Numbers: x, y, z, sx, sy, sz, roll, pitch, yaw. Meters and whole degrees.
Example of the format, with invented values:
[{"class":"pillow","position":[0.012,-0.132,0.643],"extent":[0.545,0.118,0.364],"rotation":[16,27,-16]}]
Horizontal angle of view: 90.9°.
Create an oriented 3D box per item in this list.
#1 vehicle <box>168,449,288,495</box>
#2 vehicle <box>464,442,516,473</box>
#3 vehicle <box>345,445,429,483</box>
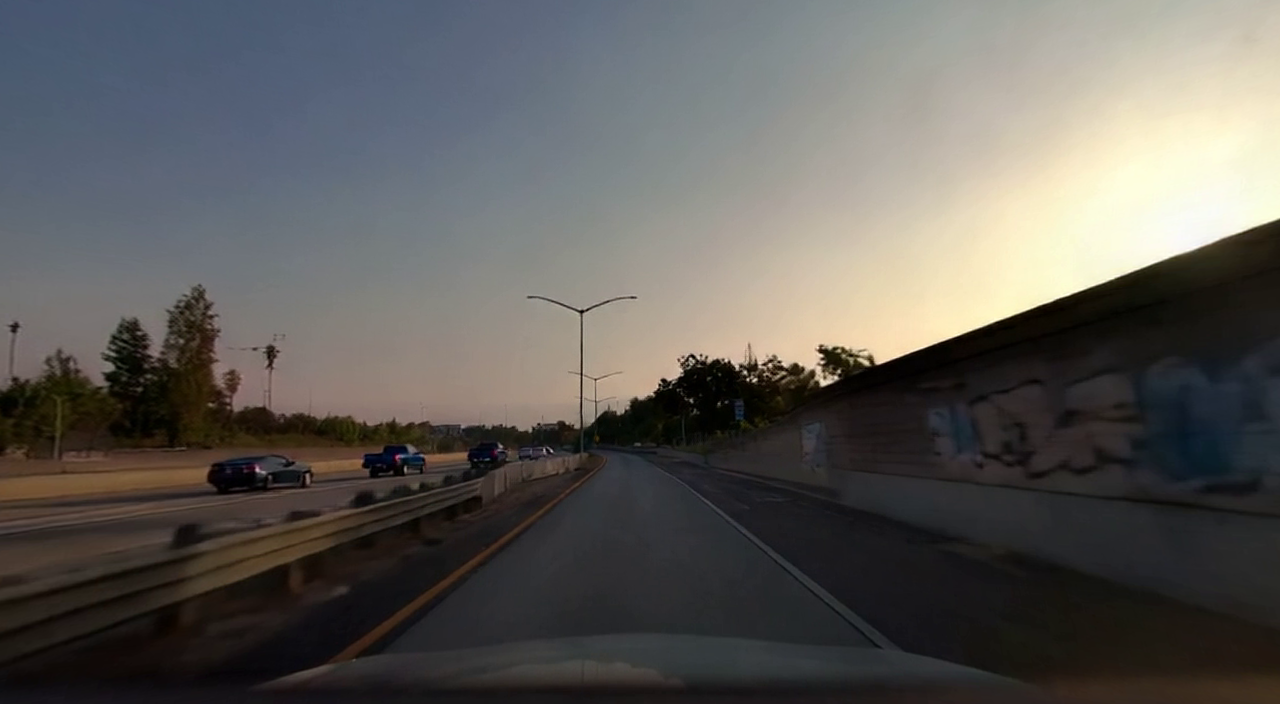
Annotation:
[{"class":"vehicle","position":[-18.041,5.242,27.980],"extent":[2.078,1.802,4.723],"rotation":[0,-9,0]},{"class":"vehicle","position":[-10.536,7.451,44.765],"extent":[2.342,1.999,5.594],"rotation":[0,-9,0]},{"class":"vehicle","position":[-13.990,6.210,35.405],"extent":[2.272,1.882,5.941],"rotation":[0,-9,0]}]
